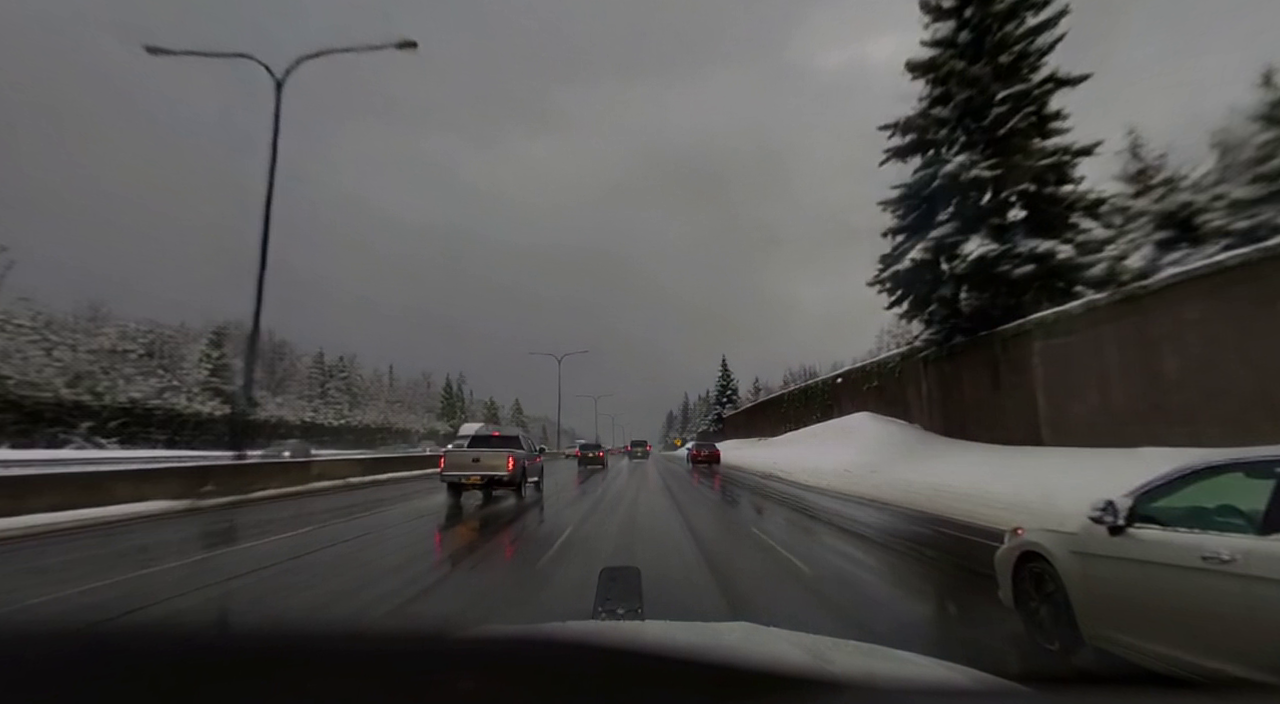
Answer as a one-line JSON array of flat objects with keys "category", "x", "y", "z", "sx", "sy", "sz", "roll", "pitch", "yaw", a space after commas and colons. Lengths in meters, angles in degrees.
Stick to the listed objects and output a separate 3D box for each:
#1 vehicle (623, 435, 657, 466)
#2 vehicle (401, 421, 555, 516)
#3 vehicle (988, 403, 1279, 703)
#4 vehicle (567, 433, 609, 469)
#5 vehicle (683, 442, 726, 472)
[{"category": "vehicle", "x": -0.016, "y": 7.630, "z": 48.967, "sx": 2.485, "sy": 2.215, "sz": 5.199, "roll": 0, "pitch": -9, "yaw": 0}, {"category": "vehicle", "x": -3.528, "y": 2.681, "z": 15.047, "sx": 2.184, "sy": 1.819, "sz": 5.441, "roll": 0, "pitch": -9, "yaw": 1}, {"category": "vehicle", "x": 3.521, "y": 0.955, "z": 2.224, "sx": 1.916, "sy": 1.566, "sz": 4.611, "roll": 0, "pitch": -9, "yaw": 0}, {"category": "vehicle", "x": -3.356, "y": 6.539, "z": 41.571, "sx": 2.378, "sy": 2.214, "sz": 4.352, "roll": 0, "pitch": -9, "yaw": 0}, {"category": "vehicle", "x": 3.945, "y": 6.493, "z": 39.272, "sx": 2.224, "sy": 1.752, "sz": 4.487, "roll": 0, "pitch": -9, "yaw": 0}]
